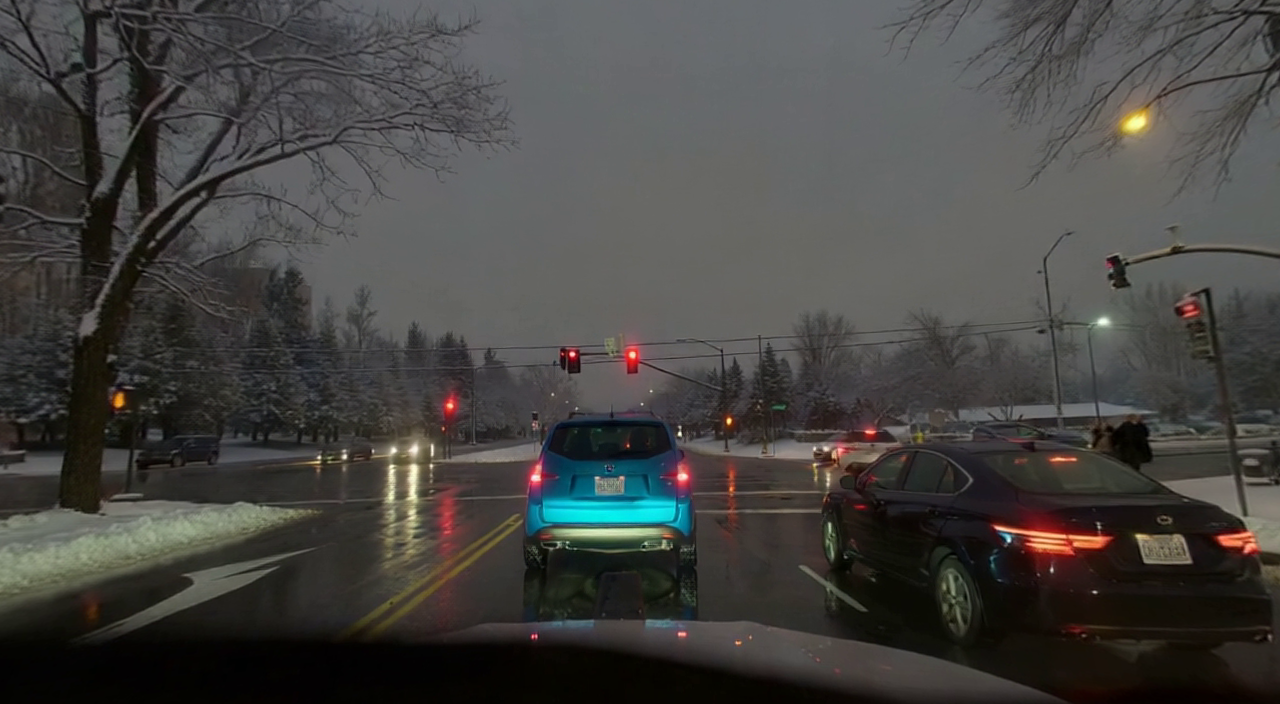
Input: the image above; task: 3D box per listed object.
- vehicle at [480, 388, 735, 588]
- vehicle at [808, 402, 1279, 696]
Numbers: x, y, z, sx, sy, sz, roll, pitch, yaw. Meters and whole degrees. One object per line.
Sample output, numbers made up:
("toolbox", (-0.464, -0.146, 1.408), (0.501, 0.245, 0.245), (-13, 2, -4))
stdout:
("vehicle", (-0.345, 1.520, 7.799), (2.247, 1.760, 4.231), (0, -9, -2))
("vehicle", (3.168, 1.402, 5.769), (1.932, 1.562, 4.629), (0, -9, -1))
